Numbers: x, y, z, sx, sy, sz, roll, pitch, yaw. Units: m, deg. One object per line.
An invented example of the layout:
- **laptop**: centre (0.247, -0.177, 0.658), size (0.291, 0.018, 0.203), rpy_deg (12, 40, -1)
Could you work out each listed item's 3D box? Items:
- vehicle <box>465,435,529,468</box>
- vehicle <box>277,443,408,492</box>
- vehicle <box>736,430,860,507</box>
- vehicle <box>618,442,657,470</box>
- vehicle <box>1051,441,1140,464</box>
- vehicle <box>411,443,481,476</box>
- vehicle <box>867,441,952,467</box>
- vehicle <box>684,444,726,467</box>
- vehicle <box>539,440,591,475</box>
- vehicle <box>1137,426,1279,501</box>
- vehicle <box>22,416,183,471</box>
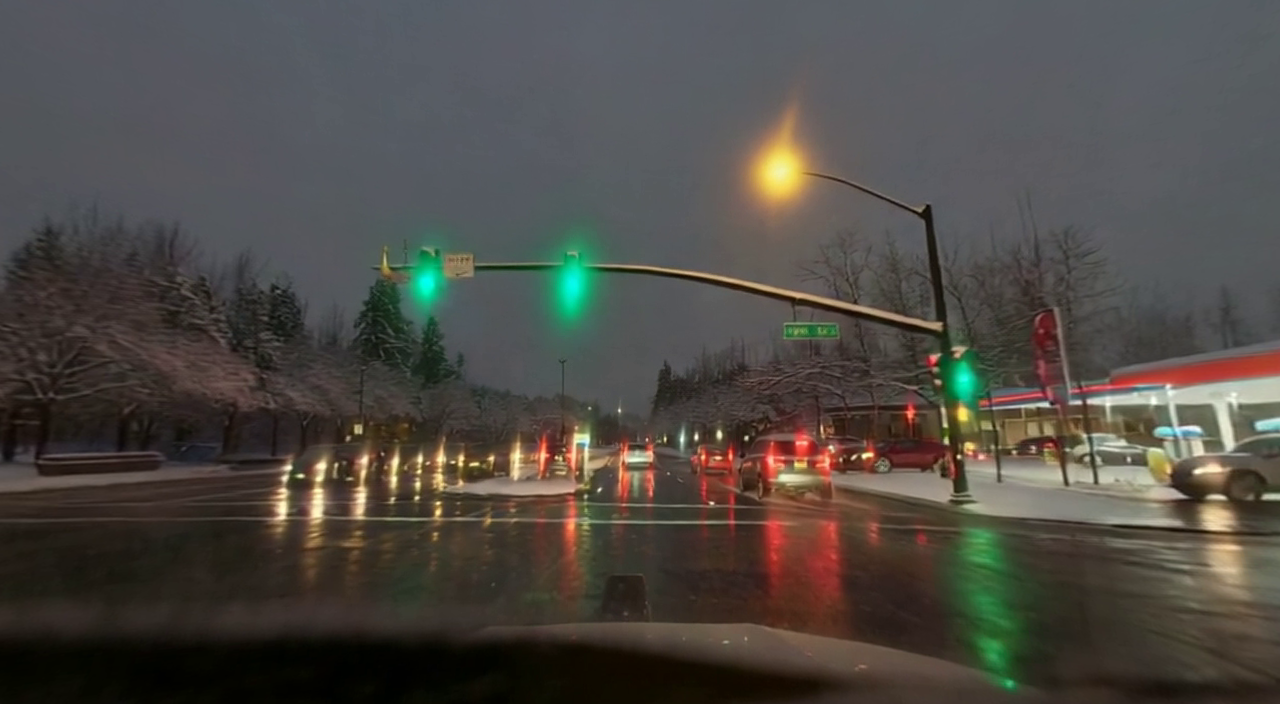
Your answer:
- **vehicle**: centre (-9.113, 6.429, 40.835), size (2.455, 1.904, 6.030), rpy_deg (-1, -9, 2)
- **vehicle**: centre (-9.664, 3.766, 21.020), size (2.023, 1.433, 4.699), rpy_deg (0, -9, 1)
- **vehicle**: centre (3.827, 2.902, 16.148), size (2.022, 1.683, 4.171), rpy_deg (0, -9, -1)
- **vehicle**: centre (-0.121, 5.838, 35.560), size (2.104, 1.477, 4.591), rpy_deg (0, -9, 0)
- **vehicle**: centre (30.635, 6.768, 42.464), size (4.587, 1.422, 1.853), rpy_deg (0, -9, -1)
- **vehicle**: centre (-9.129, 5.067, 29.949), size (2.001, 1.461, 3.859), rpy_deg (-1, -9, 2)
- **vehicle**: centre (17.030, 6.461, 40.013), size (4.506, 1.604, 1.830), rpy_deg (0, -9, -1)
- **vehicle**: centre (4.294, 6.958, 42.536), size (2.174, 1.462, 4.400), rpy_deg (0, -9, -3)
- **vehicle**: centre (-3.675, 5.230, 31.525), size (2.023, 1.607, 4.086), rpy_deg (0, -9, 1)
- **vehicle**: centre (17.736, 3.009, 17.554), size (5.585, 1.866, 2.607), rpy_deg (-1, -9, -2)
- **vehicle**: centre (-33.780, 5.808, 39.863), size (7.339, 3.284, 2.857), rpy_deg (0, -9, 0)
